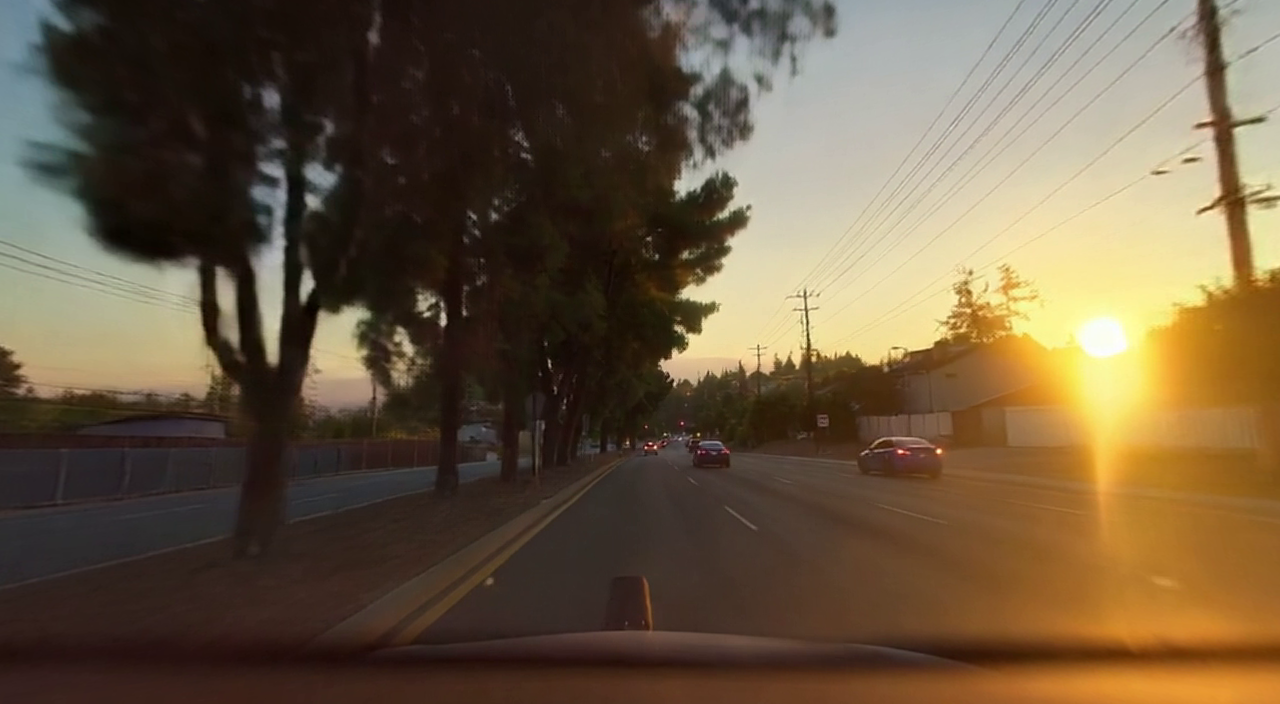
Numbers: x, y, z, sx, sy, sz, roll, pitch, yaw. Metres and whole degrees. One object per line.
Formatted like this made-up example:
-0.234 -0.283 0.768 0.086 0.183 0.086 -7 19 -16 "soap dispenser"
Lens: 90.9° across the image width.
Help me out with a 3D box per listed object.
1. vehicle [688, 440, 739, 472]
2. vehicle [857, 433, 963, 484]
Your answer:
3.642 5.270 32.098 2.063 1.481 4.247 0 -8 0 "vehicle"
9.991 3.957 23.734 1.978 1.700 4.461 0 -9 0 "vehicle"
